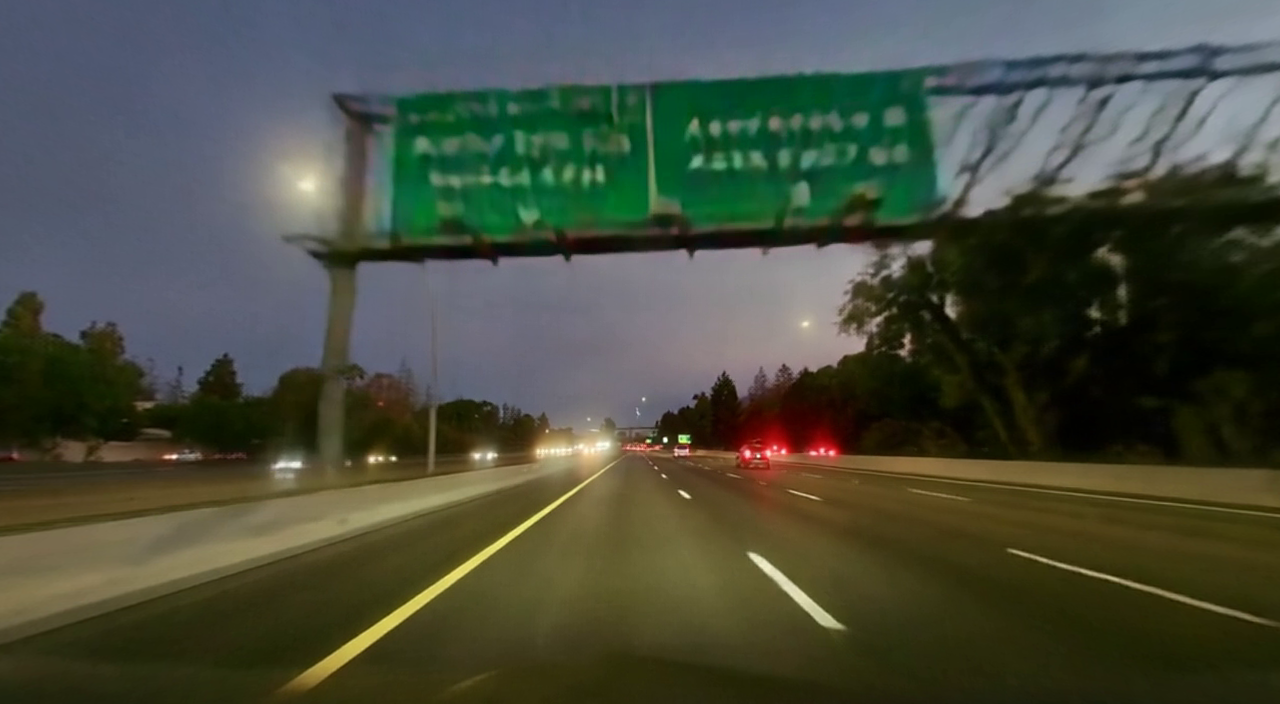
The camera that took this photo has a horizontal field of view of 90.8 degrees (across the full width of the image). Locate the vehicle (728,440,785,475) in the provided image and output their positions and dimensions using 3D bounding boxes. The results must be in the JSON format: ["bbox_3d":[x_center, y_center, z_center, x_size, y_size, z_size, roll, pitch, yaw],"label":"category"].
[{"bbox_3d":[6.068,5.528,33.340,2.030,1.706,4.279,0,-9,-2],"label":"vehicle"}]
